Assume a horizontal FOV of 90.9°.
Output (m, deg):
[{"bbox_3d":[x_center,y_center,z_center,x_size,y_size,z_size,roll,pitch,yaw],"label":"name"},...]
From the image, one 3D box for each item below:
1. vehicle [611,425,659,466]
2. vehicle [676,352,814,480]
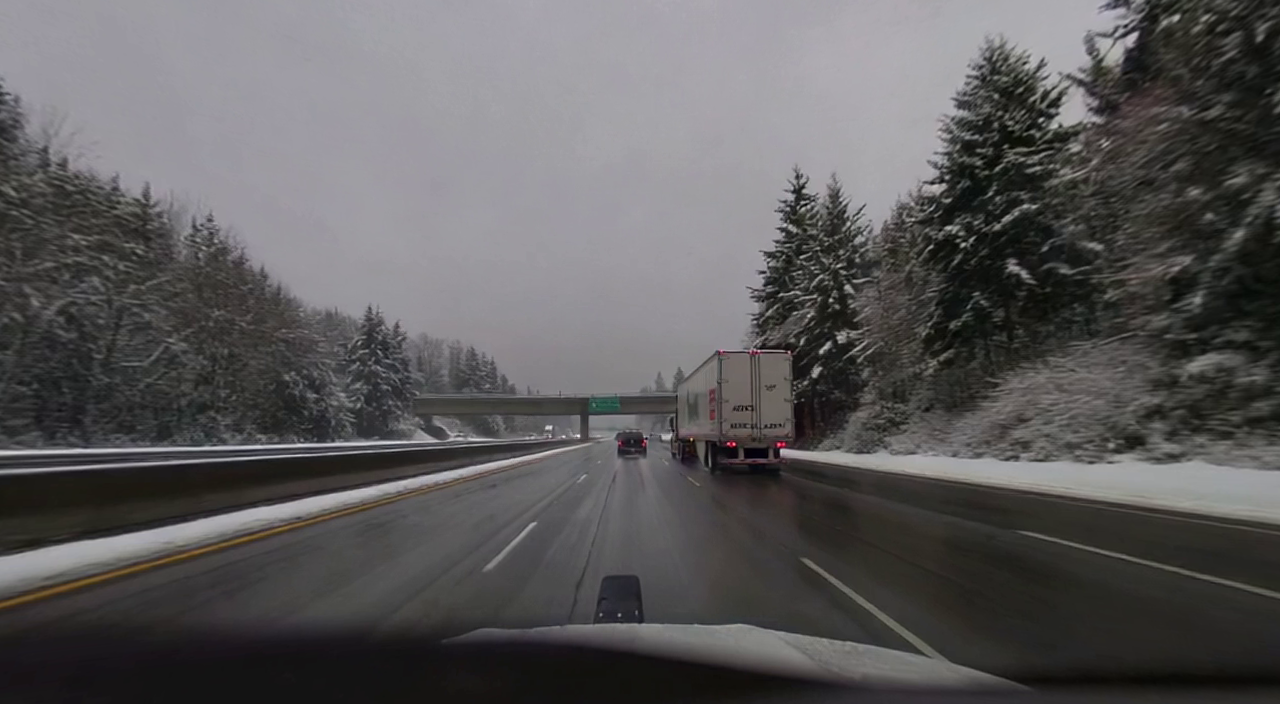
[{"bbox_3d":[-0.288,4.743,32.274,2.277,1.913,4.510,0,-8,-2],"label":"vehicle"},{"bbox_3d":[3.687,2.920,26.843,2.987,4.021,14.105,0,-8,-2],"label":"vehicle"}]
